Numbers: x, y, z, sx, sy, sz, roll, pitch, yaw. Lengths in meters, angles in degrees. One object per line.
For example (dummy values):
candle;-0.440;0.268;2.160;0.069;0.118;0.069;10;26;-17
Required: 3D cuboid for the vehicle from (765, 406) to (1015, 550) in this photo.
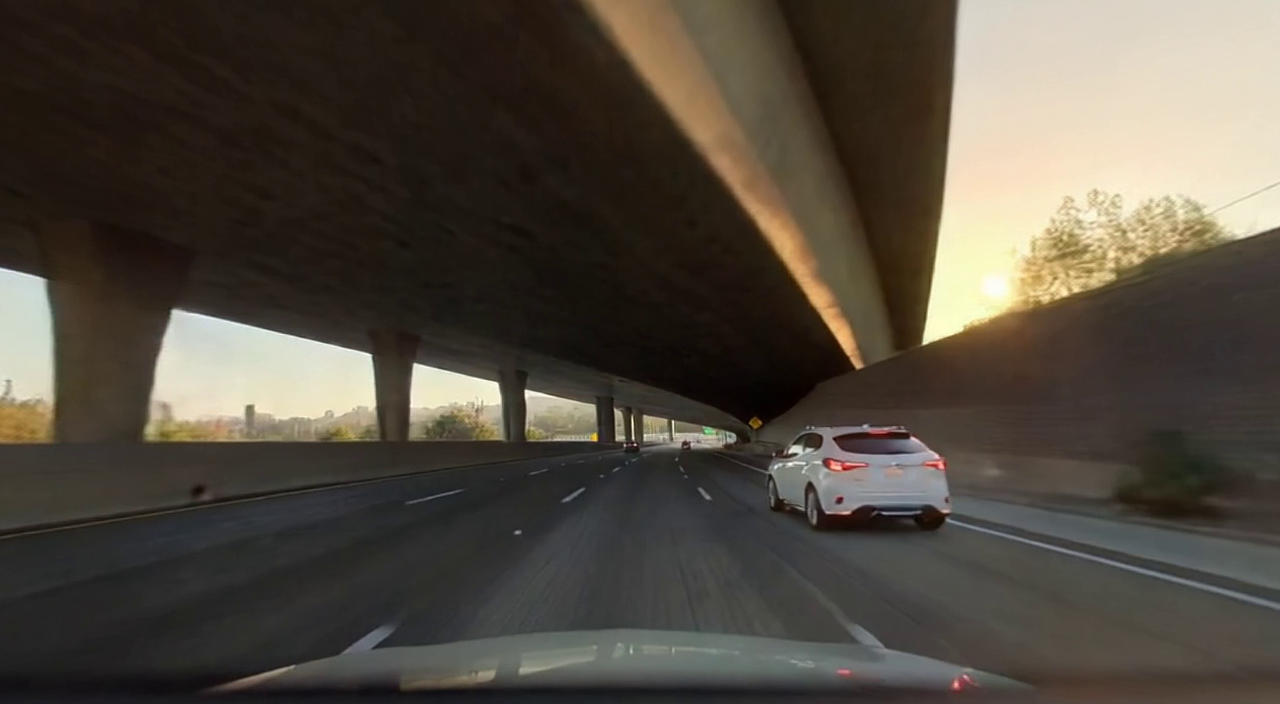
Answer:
vehicle;3.448;1.838;9.778;2.090;1.715;4.228;0;-8;0
